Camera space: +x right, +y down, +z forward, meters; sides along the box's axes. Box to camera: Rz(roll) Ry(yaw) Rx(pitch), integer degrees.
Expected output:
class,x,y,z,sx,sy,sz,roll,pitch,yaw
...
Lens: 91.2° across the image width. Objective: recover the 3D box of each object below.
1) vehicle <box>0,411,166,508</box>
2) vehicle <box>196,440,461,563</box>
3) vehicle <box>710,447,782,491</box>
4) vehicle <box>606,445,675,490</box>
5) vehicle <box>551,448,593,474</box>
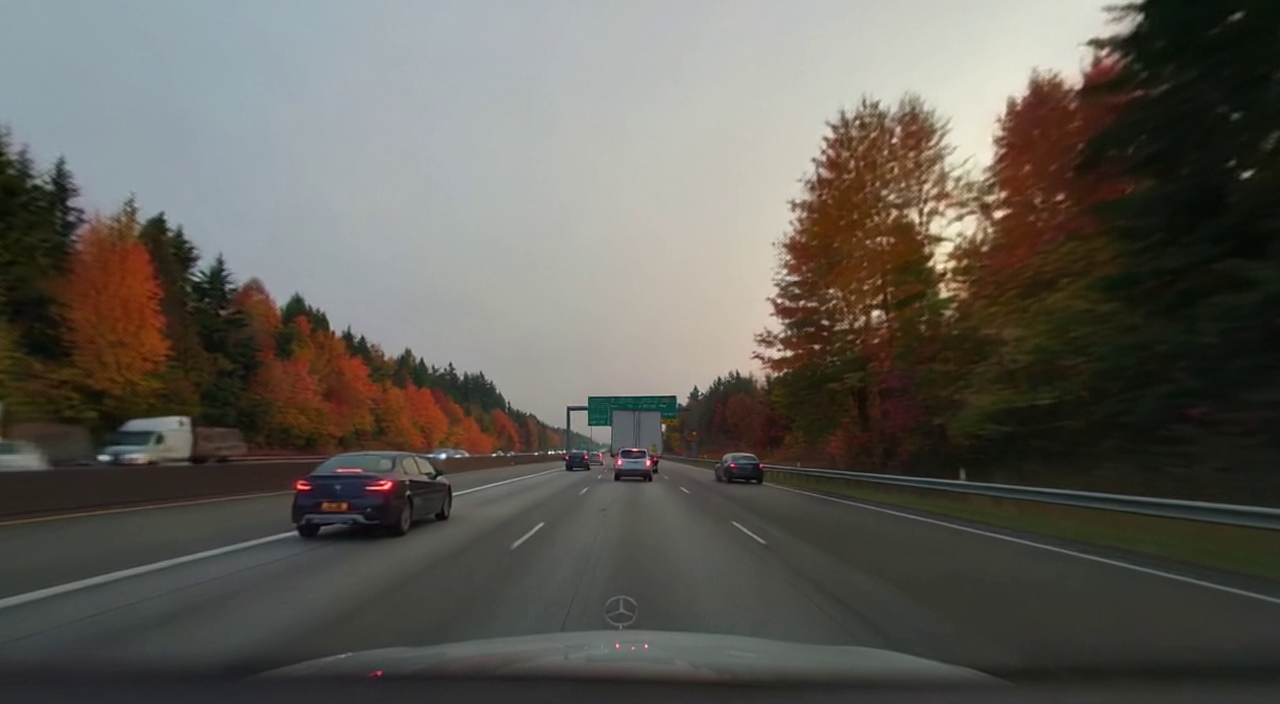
class,x,y,z,sx,sy,sz,roll,pitch,yaw
vehicle,-17.958,3.200,18.834,2.769,2.467,5.723,0,-9,1
vehicle,-4.394,2.156,9.757,2.017,1.469,4.113,0,-9,0
vehicle,4.103,4.603,25.030,2.035,1.571,4.413,0,-9,-1
vehicle,-0.005,4.731,25.961,2.634,1.679,4.070,0,-9,-1
vehicle,-4.726,7.657,44.260,2.545,1.679,4.267,0,-9,0
